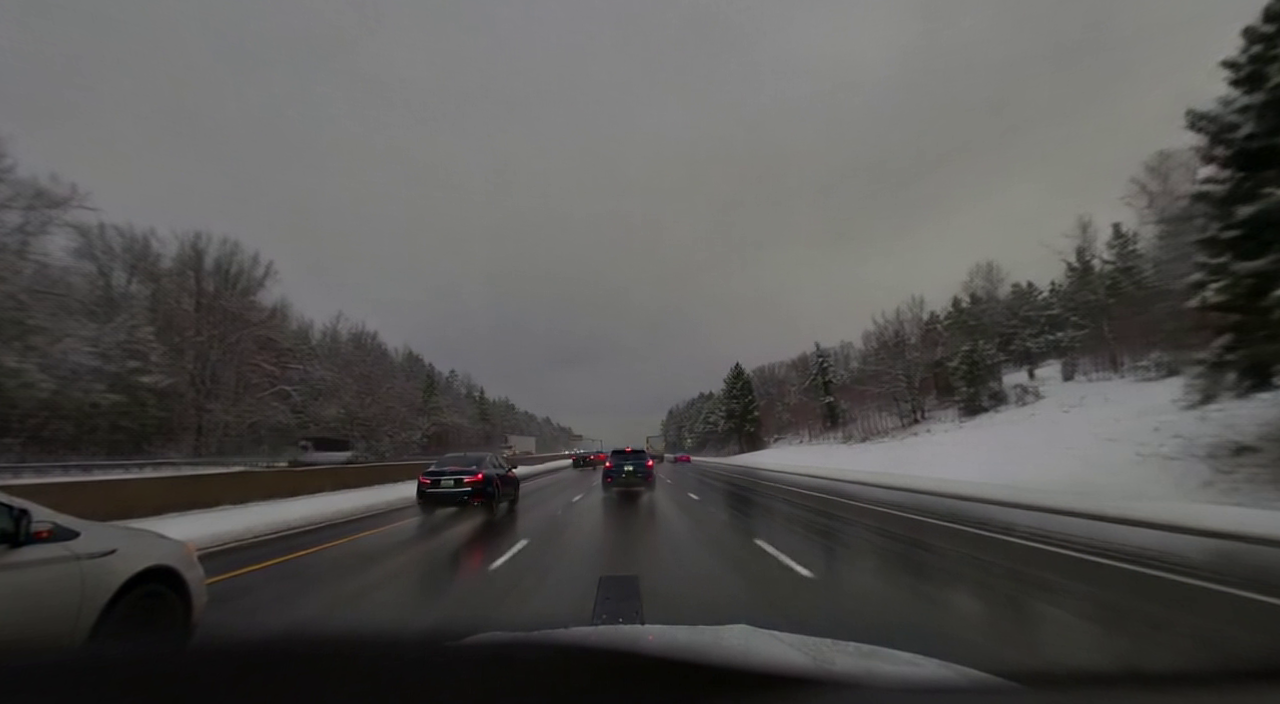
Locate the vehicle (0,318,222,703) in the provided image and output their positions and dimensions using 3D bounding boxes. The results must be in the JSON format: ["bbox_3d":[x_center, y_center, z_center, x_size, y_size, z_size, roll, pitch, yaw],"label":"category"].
[{"bbox_3d":[-3.960,0.629,1.661,2.243,1.889,4.949,0,-9,1],"label":"vehicle"}]

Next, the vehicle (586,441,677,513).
[{"bbox_3d":[-0.193,3.025,15.676,1.996,1.574,3.426,0,-9,0],"label":"vehicle"}]

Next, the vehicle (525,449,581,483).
[{"bbox_3d":[-4.028,5.338,29.898,1.999,1.484,4.269,0,-9,1],"label":"vehicle"}]

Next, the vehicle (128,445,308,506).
[{"bbox_3d":[-11.521,3.377,17.715,1.977,1.452,4.461,0,-9,-1],"label":"vehicle"}]

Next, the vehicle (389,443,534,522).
[{"bbox_3d":[-3.811,2.873,14.419,1.988,1.501,4.438,0,-9,0],"label":"vehicle"}]
